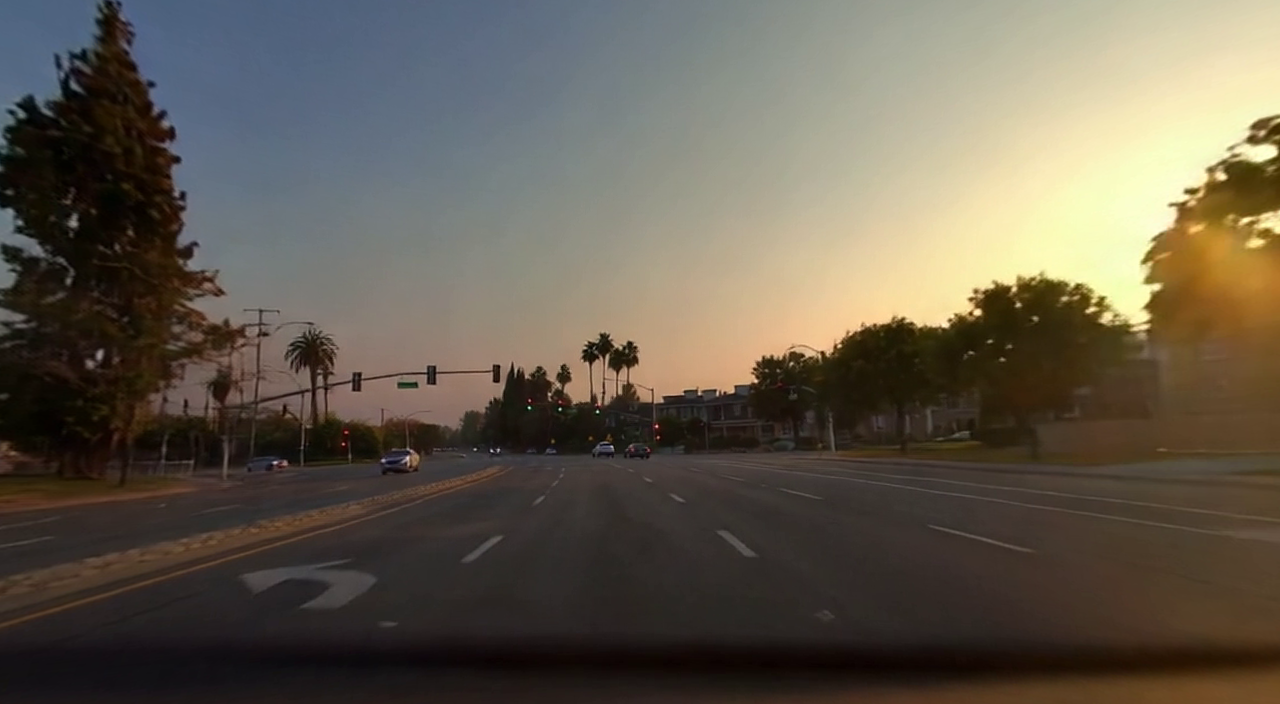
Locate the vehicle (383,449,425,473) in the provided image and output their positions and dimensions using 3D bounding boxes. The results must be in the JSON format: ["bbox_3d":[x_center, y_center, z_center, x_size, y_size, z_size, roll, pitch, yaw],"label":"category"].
[{"bbox_3d":[-17.360,8.015,46.504,2.017,1.611,4.403,1,-9,-9],"label":"vehicle"}]
